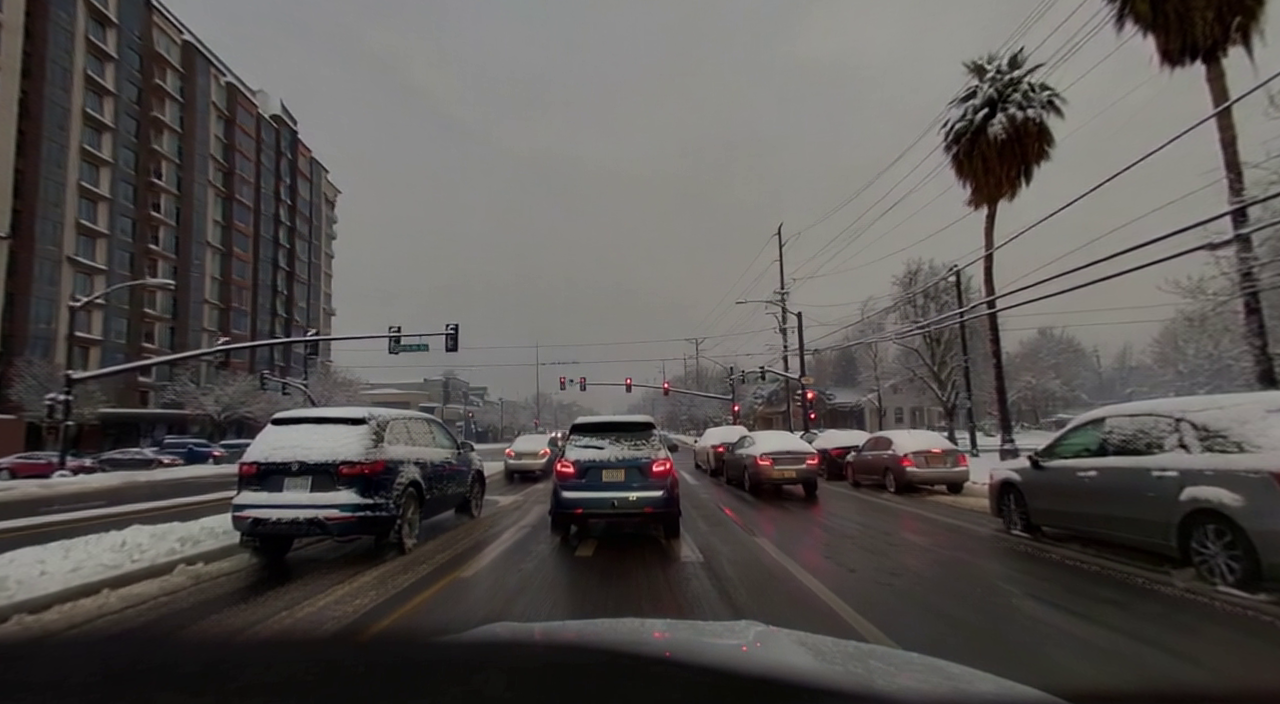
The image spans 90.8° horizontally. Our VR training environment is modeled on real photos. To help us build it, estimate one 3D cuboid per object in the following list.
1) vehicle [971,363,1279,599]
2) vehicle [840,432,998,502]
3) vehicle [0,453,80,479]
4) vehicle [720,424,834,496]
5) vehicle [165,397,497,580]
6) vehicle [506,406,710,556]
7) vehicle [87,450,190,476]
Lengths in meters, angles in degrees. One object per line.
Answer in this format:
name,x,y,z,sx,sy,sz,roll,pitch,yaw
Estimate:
vehicle,6.460,1.408,7.468,2.130,1.979,5.310,0,-8,-1
vehicle,6.553,2.730,15.459,1.764,1.451,4.300,0,-8,-2
vehicle,-42.469,7.878,43.901,4.867,1.689,1.971,1,-9,-8
vehicle,3.336,2.730,16.260,1.975,1.598,4.025,0,-8,-1
vehicle,-3.529,1.656,8.445,2.136,1.779,4.417,0,-8,1
vehicle,-0.411,1.776,9.343,2.302,1.681,4.217,0,-8,-1
vehicle,-35.691,7.868,45.097,5.422,1.765,1.937,1,-9,-8
